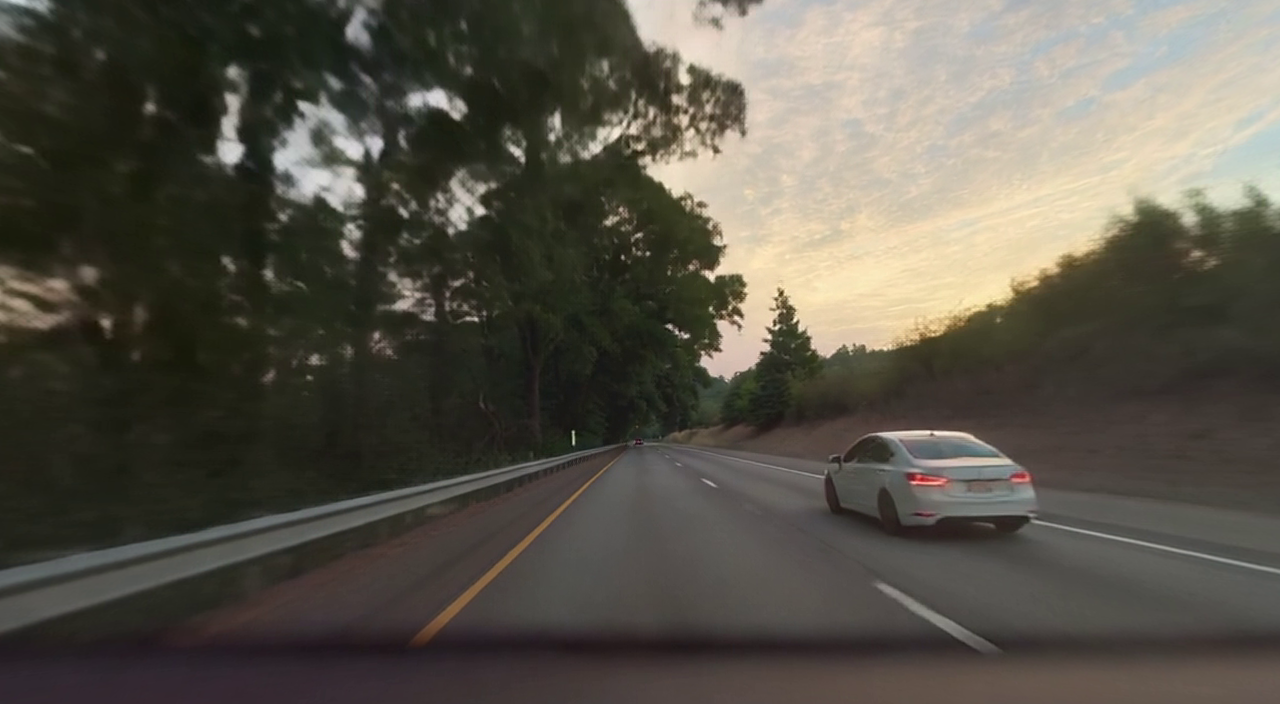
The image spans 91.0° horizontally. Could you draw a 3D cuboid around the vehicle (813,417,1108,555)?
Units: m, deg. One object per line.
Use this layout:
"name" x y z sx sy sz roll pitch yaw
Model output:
"vehicle" 4.276 1.844 9.511 1.905 1.525 4.719 0 -8 -1
